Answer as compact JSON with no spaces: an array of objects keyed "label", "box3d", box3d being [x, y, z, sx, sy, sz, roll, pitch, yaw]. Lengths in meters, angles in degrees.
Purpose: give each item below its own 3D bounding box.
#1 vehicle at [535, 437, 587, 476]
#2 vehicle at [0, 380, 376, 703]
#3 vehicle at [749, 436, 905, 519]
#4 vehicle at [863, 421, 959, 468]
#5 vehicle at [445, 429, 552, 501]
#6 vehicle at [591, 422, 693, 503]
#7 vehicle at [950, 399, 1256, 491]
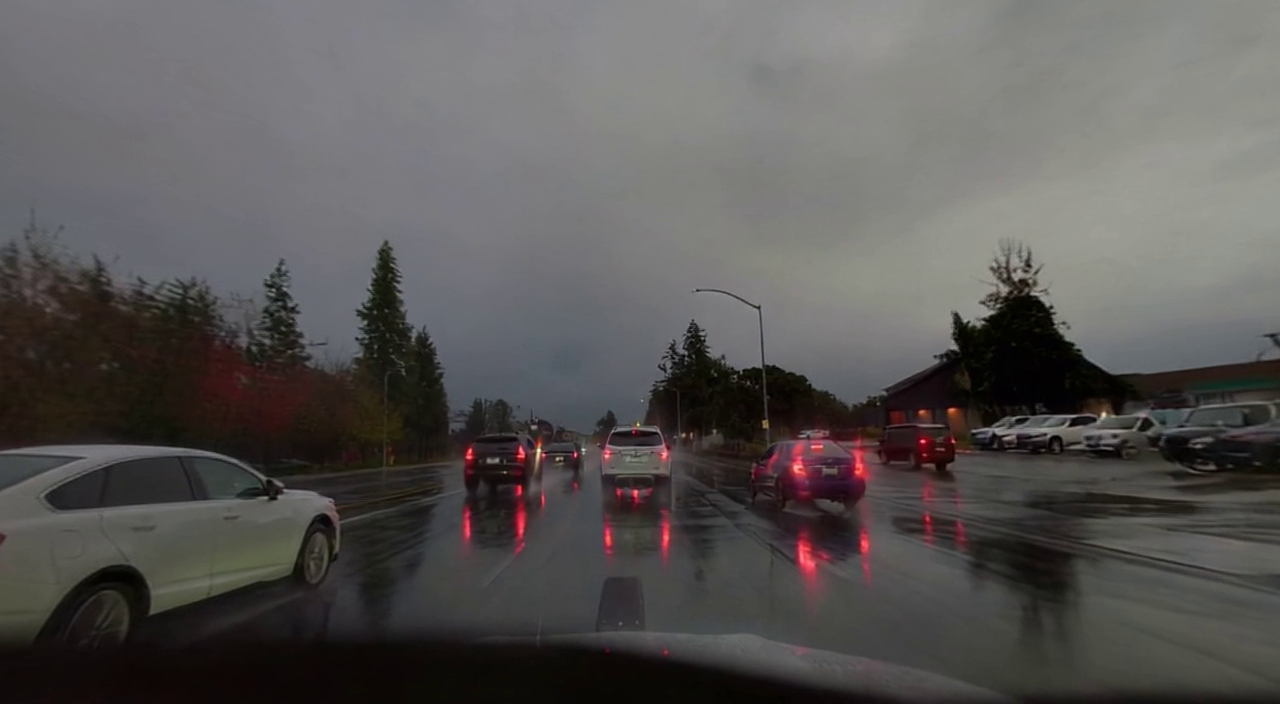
[{"label":"vehicle","box3d":[-3.581,4.802,29.303,1.871,1.673,3.920,0,-8,0]},{"label":"vehicle","box3d":[-3.601,1.161,4.322,1.864,1.574,4.031,0,-8,-1]},{"label":"vehicle","box3d":[3.777,2.602,13.734,1.888,1.456,4.589,0,-8,-2]},{"label":"vehicle","box3d":[11.882,4.113,28.112,2.102,1.887,4.673,0,-8,-1]},{"label":"vehicle","box3d":[-3.689,3.024,17.297,1.932,1.695,4.150,0,-8,1]},{"label":"vehicle","box3d":[0.031,2.790,16.348,2.279,1.803,4.254,0,-8,0]},{"label":"vehicle","box3d":[11.759,2.472,16.593,5.966,1.991,2.353,-8,-11,39]}]
